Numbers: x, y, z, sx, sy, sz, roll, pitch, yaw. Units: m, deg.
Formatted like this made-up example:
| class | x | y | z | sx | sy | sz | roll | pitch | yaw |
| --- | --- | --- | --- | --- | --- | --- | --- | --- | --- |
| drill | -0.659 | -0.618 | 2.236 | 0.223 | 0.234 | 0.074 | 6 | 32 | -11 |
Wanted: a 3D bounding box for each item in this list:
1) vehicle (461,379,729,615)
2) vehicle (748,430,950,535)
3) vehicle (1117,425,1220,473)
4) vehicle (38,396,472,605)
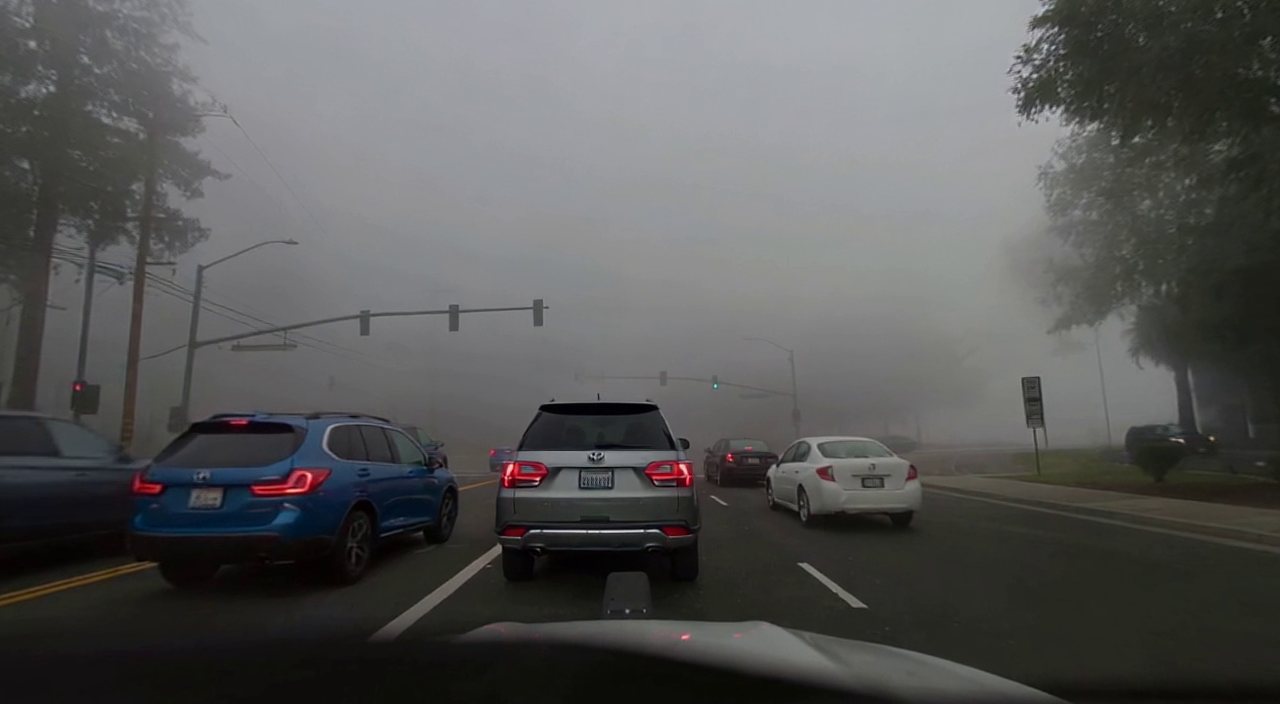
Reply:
| class | x | y | z | sx | sy | sz | roll | pitch | yaw |
| --- | --- | --- | --- | --- | --- | --- | --- | --- | --- |
| vehicle | -0.360 | 1.437 | 7.105 | 2.064 | 1.817 | 4.298 | 0 | -8 | 0 |
| vehicle | 3.376 | 2.200 | 11.228 | 2.121 | 1.494 | 4.208 | 0 | -8 | 0 |
| vehicle | 19.306 | 3.513 | 22.974 | 4.215 | 1.578 | 1.892 | 7 | -11 | -38 |
| vehicle | -3.721 | 1.531 | 7.424 | 2.160 | 1.666 | 4.583 | 0 | -8 | 0 |
